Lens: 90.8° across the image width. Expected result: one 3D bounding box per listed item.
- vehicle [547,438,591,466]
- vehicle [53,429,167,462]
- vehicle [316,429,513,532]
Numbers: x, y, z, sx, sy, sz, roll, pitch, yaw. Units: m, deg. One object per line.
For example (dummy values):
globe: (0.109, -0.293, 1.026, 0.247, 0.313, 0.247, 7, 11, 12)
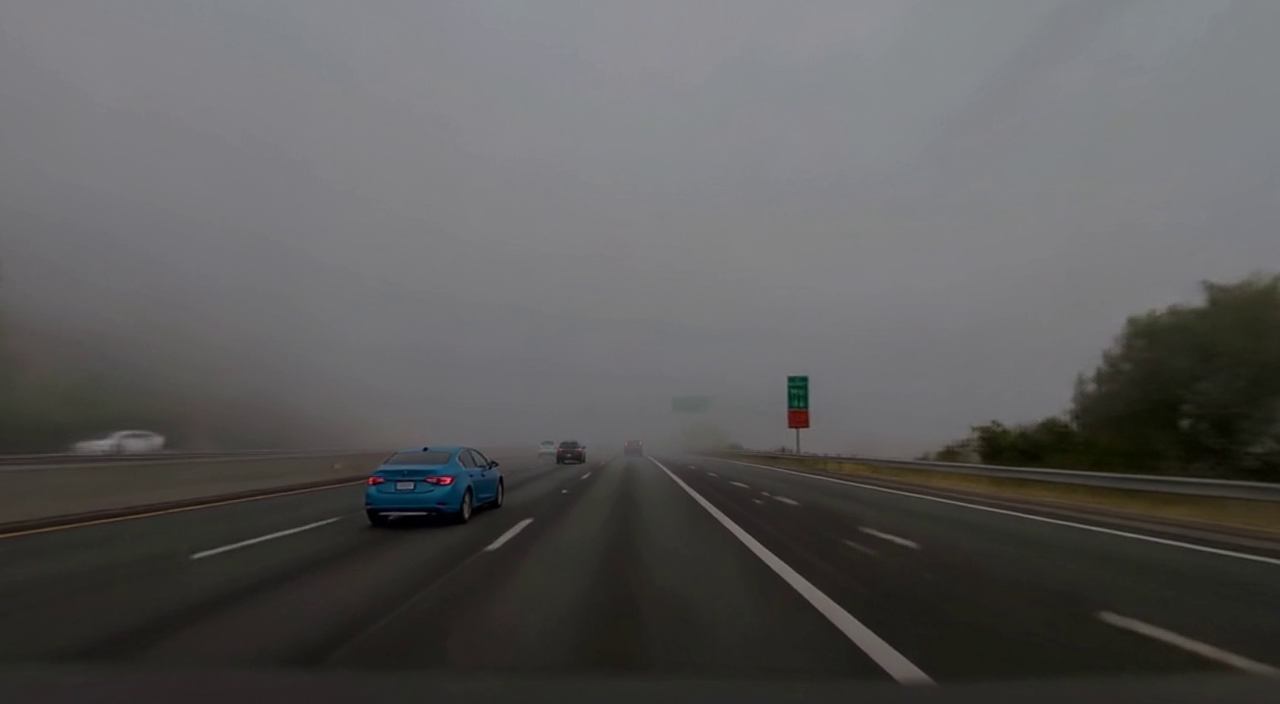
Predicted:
vehicle: (-4.080, 5.817, 36.921, 2.068, 1.501, 4.395, 0, -8, -1)
vehicle: (-32.570, 5.788, 39.121, 2.192, 1.923, 5.611, 0, -8, 0)
vehicle: (-3.804, 2.241, 11.668, 2.025, 1.506, 4.429, 0, -8, 0)
